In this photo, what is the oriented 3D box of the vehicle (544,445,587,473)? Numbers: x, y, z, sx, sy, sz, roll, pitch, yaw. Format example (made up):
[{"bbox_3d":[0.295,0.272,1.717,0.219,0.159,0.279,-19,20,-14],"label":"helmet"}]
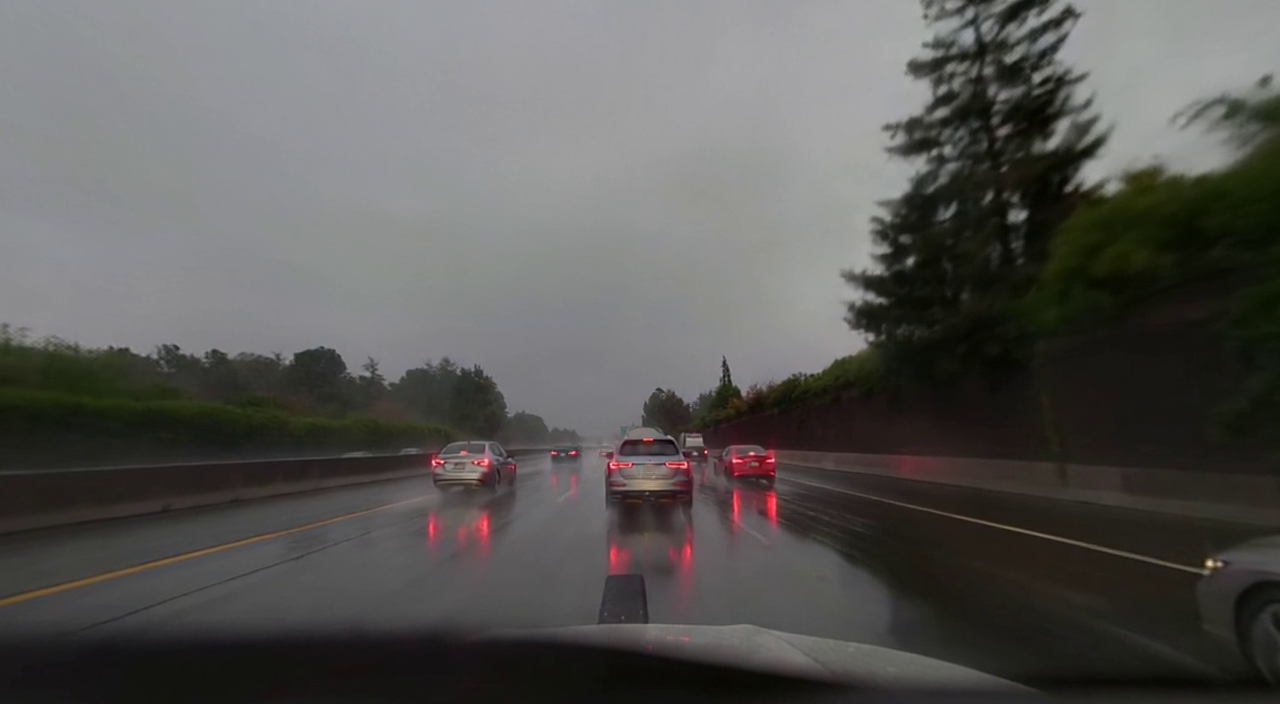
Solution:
[{"bbox_3d":[-4.112,5.997,35.476,1.910,1.468,3.781,0,-9,1],"label":"vehicle"}]

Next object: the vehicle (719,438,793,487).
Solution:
[{"bbox_3d":[4.064,3.939,22.698,1.905,1.590,3.746,0,-9,-1],"label":"vehicle"}]

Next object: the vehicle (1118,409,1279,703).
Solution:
[{"bbox_3d":[3.689,0.744,1.242,1.953,1.434,4.511,0,-9,0],"label":"vehicle"}]

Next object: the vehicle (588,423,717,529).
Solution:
[{"bbox_3d":[0.193,2.315,12.185,2.093,1.695,3.782,0,-9,0],"label":"vehicle"}]

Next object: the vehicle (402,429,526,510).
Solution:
[{"bbox_3d":[-4.131,2.832,15.498,1.890,1.708,3.844,0,-9,0],"label":"vehicle"}]
